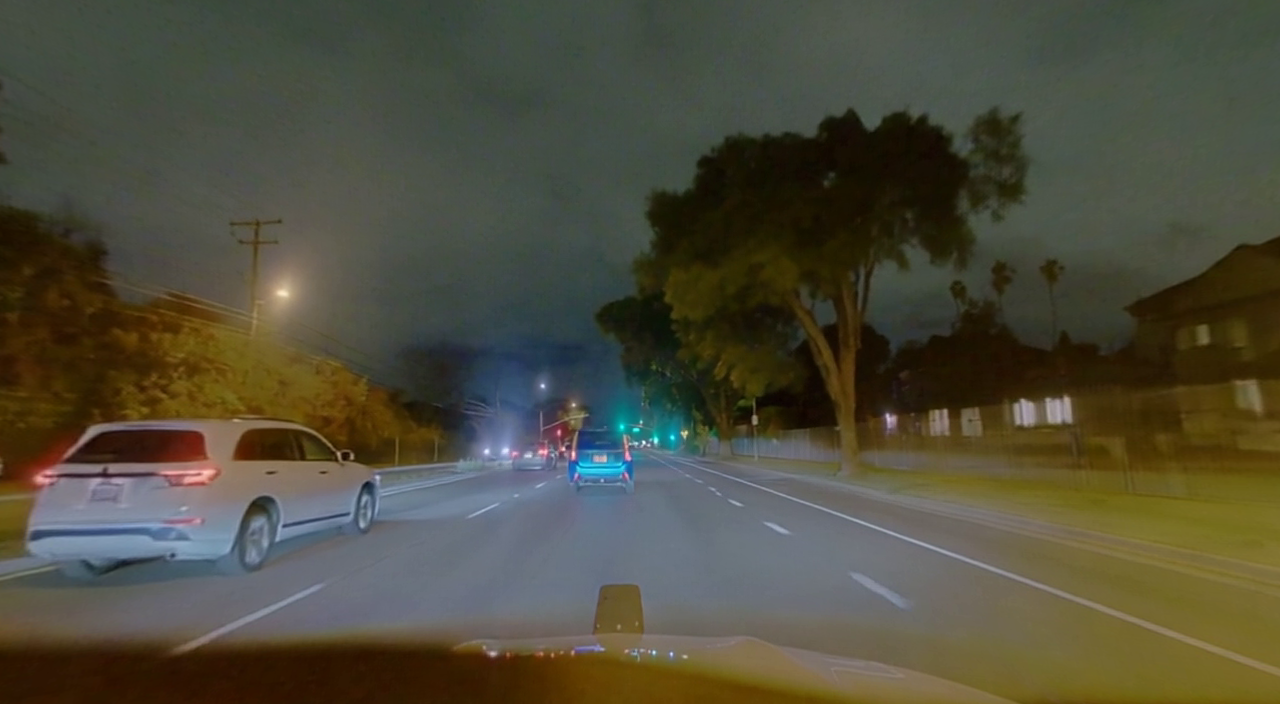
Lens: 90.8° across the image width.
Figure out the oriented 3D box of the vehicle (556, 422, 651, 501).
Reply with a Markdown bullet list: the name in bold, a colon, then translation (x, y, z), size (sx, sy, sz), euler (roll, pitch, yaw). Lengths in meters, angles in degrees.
- **vehicle**: translation (-0.836, 2.774, 16.396), size (2.131, 1.761, 4.242), euler (0, -8, -1)

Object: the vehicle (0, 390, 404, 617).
- **vehicle**: translation (-4.738, 1.492, 7.210), size (2.243, 1.722, 4.621), euler (0, -8, 1)

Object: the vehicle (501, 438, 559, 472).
- **vehicle**: translation (-5.287, 5.009, 30.948), size (2.014, 1.493, 4.658), euler (0, -8, 0)
